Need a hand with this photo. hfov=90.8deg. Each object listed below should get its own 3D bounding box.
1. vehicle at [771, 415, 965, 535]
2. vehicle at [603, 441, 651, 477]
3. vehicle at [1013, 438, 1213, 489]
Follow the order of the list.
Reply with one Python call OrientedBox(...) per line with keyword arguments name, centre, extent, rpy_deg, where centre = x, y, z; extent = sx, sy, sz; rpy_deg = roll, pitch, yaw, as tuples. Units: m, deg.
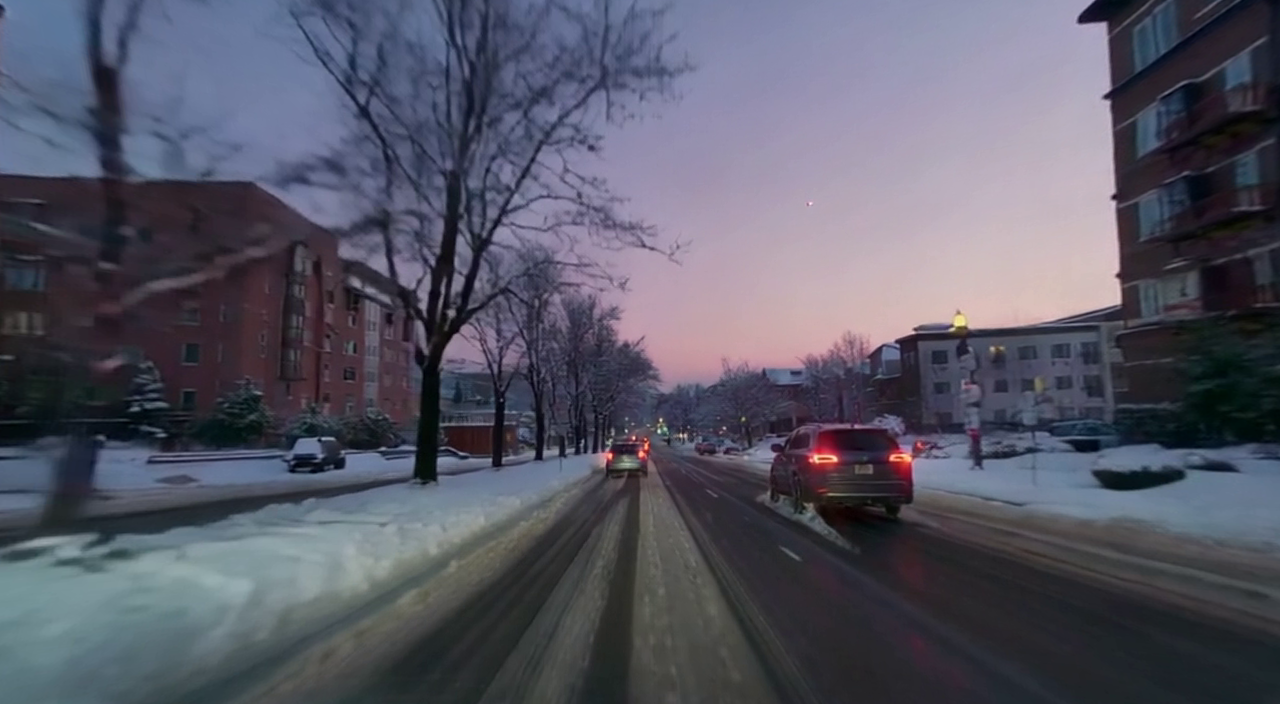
OrientedBox(name="vehicle", centre=(3.744, 2.099, 11.289), extent=(1.949, 1.723, 4.020), rpy_deg=(0, -9, 0))
OrientedBox(name="vehicle", centre=(-0.530, 4.728, 28.178), extent=(2.006, 1.487, 3.535), rpy_deg=(0, -9, 1))
OrientedBox(name="vehicle", centre=(14.551, 3.426, 19.640), extent=(4.607, 1.466, 2.053), rpy_deg=(0, -9, -3))
